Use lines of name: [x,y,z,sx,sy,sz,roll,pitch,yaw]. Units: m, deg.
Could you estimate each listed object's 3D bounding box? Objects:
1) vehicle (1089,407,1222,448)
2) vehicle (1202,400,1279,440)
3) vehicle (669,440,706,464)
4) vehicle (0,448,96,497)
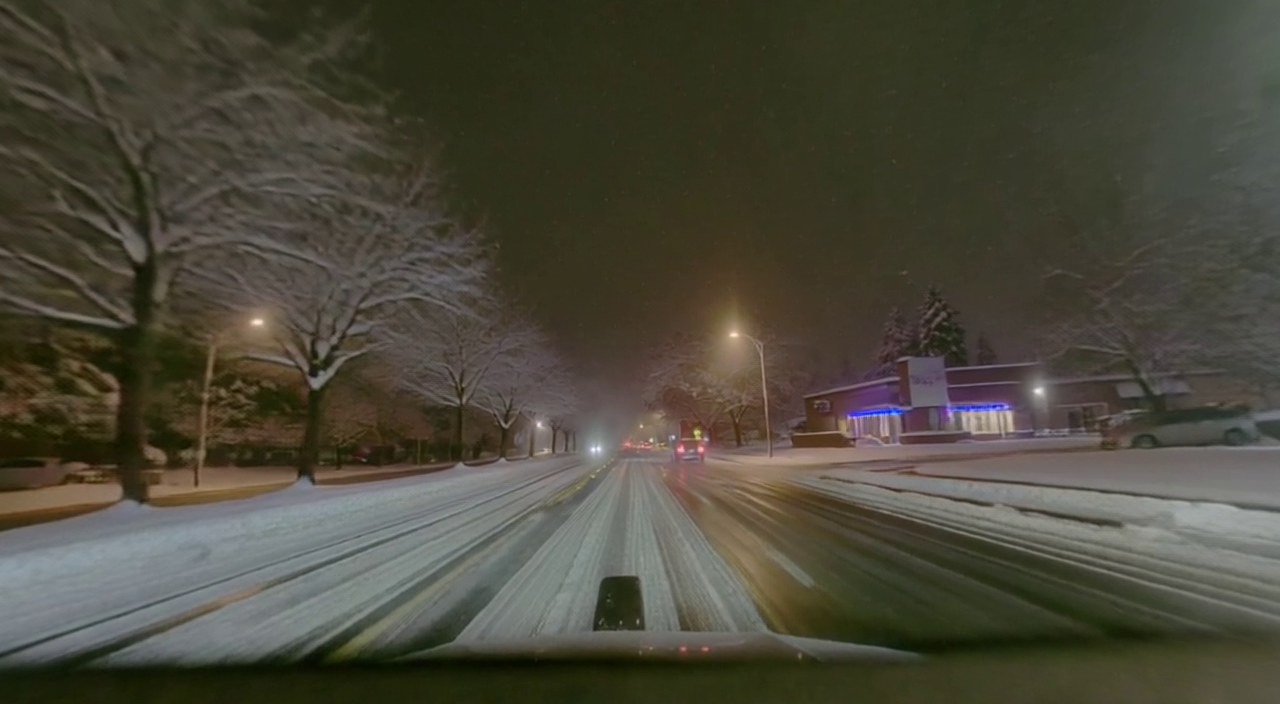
vehicle: [21.783,3.270,26.982,1.911,1.604,4.411,0,-8,-1]
vehicle: [27.643,3.001,27.506,2.037,1.633,4.447,0,-8,-3]
vehicle: [3.145,6.746,42.714,2.033,1.482,4.571,0,-8,-2]
vehicle: [-35.181,6.862,36.402,2.182,2.543,6.006,0,-8,0]
